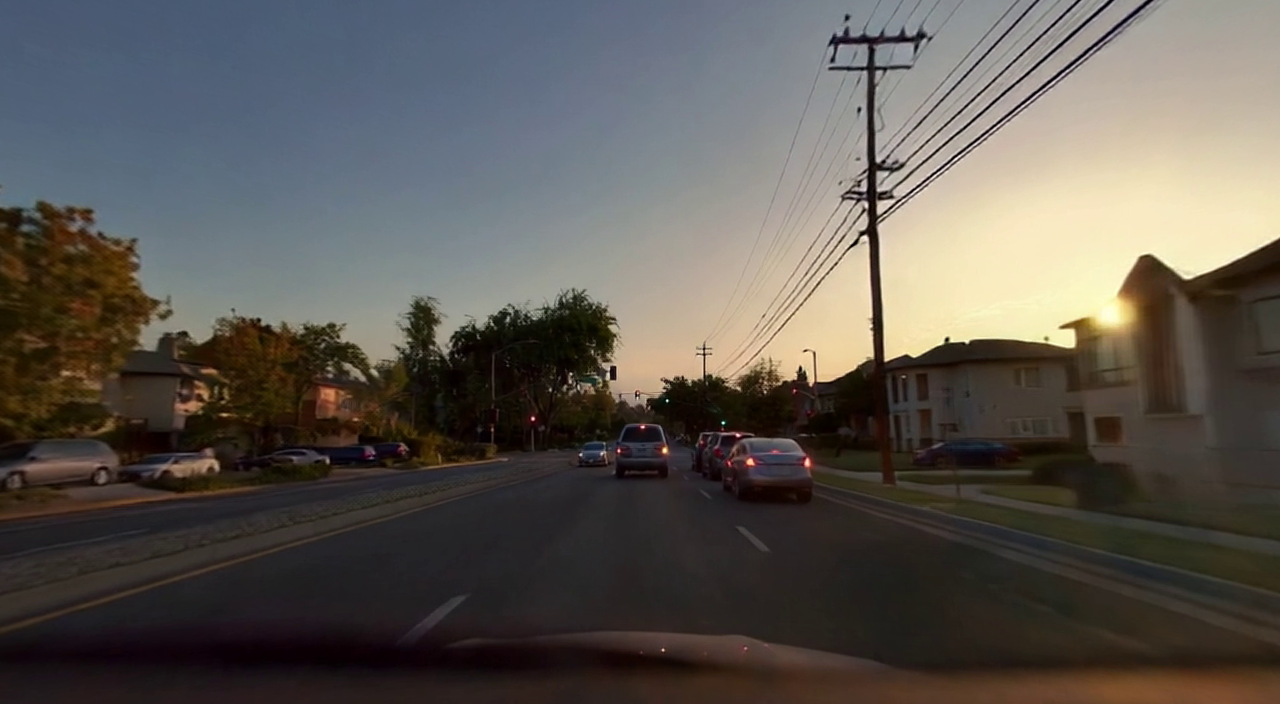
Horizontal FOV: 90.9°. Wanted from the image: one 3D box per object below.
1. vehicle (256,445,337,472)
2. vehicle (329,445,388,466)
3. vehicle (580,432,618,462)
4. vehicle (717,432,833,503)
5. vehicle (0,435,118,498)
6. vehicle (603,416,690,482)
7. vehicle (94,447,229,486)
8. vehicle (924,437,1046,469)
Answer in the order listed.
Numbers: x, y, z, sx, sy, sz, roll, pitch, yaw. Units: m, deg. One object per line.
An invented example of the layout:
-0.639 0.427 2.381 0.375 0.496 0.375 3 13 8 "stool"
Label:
-19.751 6.143 36.524 1.891 1.460 4.681 0 -9 2 "vehicle"
-19.703 7.253 44.320 1.830 1.436 4.771 0 -9 2 "vehicle"
-2.635 6.216 41.204 1.999 1.864 4.279 0 -9 3 "vehicle"
3.149 2.790 15.586 2.002 1.511 4.124 0 -9 1 "vehicle"
-20.124 3.708 20.672 2.046 1.874 4.448 0 -9 2 "vehicle"
0.212 3.483 22.760 2.769 2.087 5.130 0 -9 0 "vehicle"
-19.838 4.725 26.464 1.866 1.471 4.770 0 -9 1 "vehicle"
16.547 4.863 30.420 4.671 1.495 1.900 -1 -9 4 "vehicle"
